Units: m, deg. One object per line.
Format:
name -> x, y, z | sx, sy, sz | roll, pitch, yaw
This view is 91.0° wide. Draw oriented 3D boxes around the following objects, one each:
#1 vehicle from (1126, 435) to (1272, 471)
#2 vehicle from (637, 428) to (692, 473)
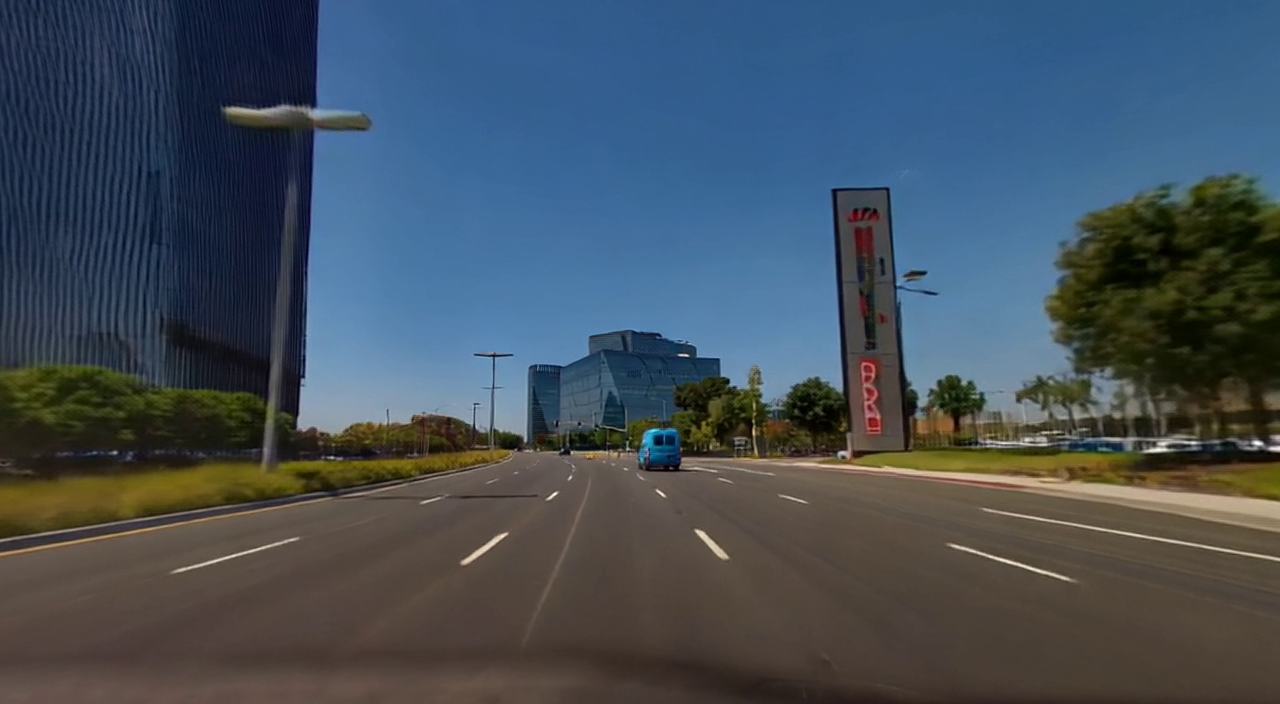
vehicle -> 23.867, 4.335, 27.015 | 4.271, 1.470, 1.940 | -1, -8, 3
vehicle -> 1.234, 5.354, 34.506 | 2.339, 2.244, 4.817 | 1, -8, -6
